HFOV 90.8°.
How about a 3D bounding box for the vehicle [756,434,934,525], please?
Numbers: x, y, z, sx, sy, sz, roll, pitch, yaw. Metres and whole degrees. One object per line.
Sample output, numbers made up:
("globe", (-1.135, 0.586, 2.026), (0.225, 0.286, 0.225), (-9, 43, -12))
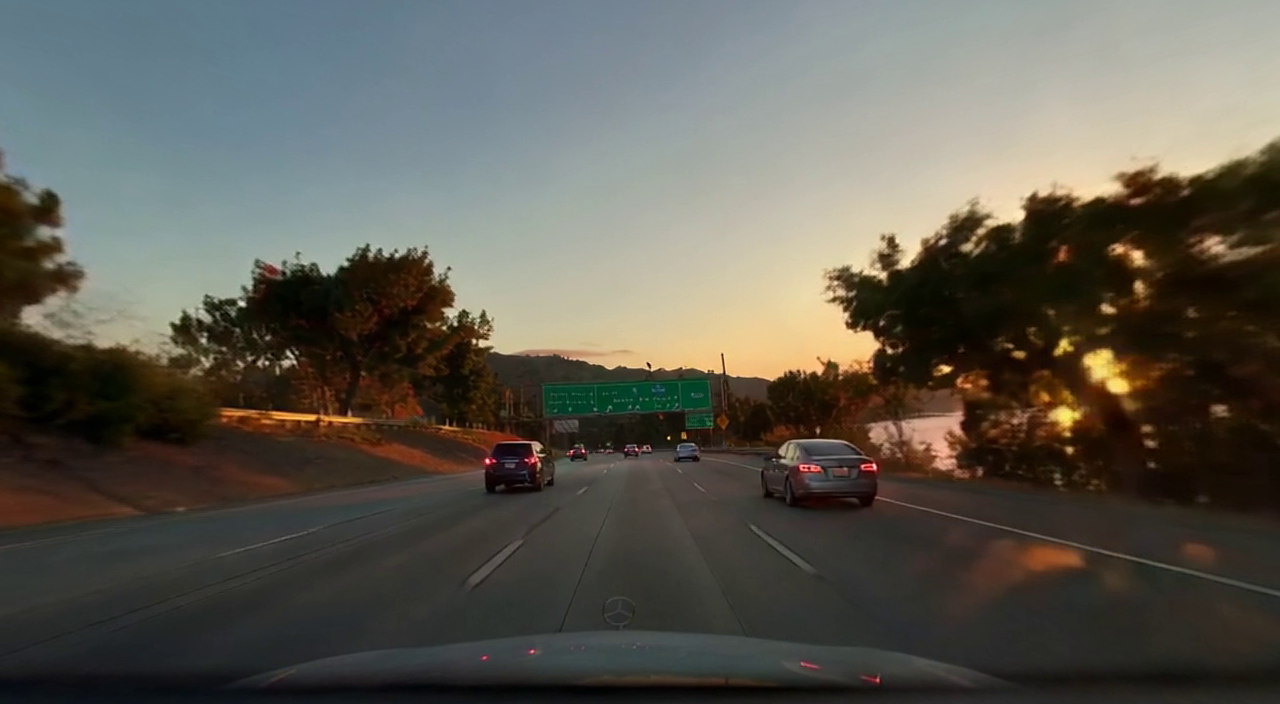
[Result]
("vehicle", (3.697, 2.372, 12.341), (1.947, 1.437, 4.345), (0, -9, -1))

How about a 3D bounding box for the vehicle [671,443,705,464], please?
("vehicle", (3.389, 7.259, 45.264), (2.021, 1.447, 3.985), (0, -9, -1))

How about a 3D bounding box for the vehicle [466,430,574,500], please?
("vehicle", (-3.293, 3.219, 18.351), (2.244, 1.755, 4.417), (0, -9, 1))
